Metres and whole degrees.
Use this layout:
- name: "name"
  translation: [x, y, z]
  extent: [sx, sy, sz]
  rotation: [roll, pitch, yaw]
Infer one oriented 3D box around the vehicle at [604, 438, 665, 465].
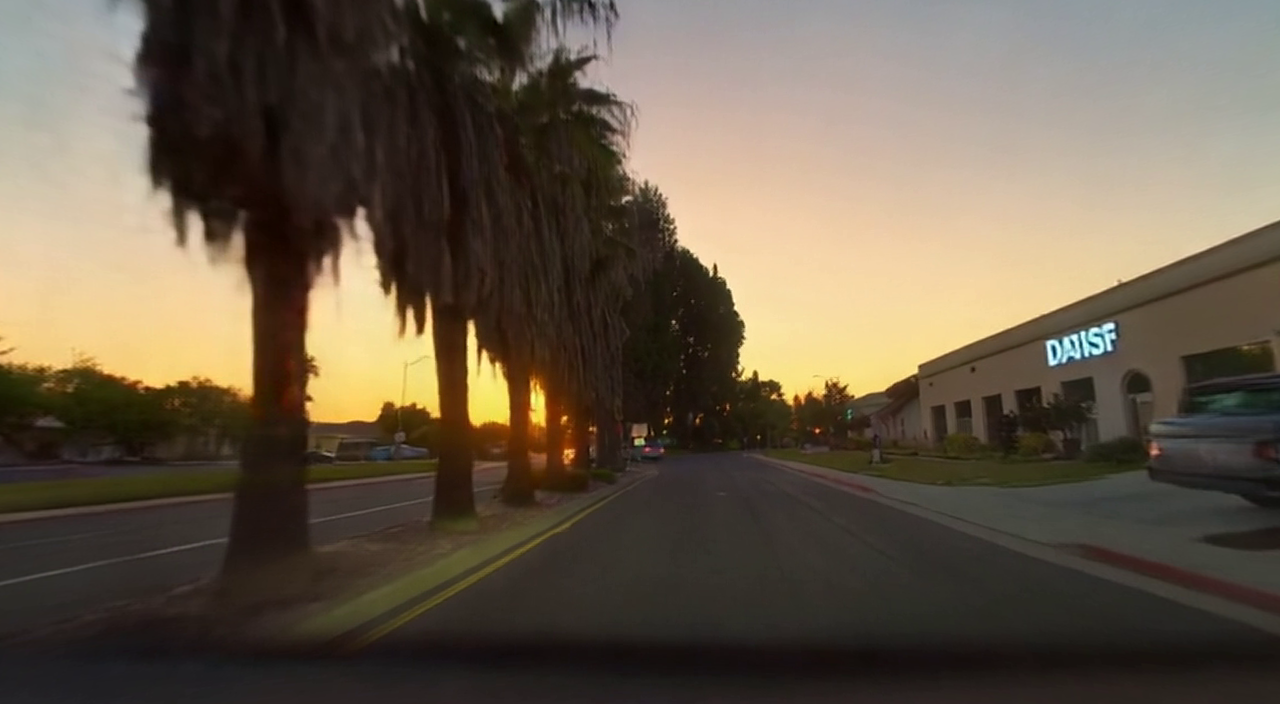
- name: "vehicle"
  translation: [-0.462, 7.213, 46.046]
  extent: [2.174, 1.863, 4.651]
  rotation: [5, -10, -34]
